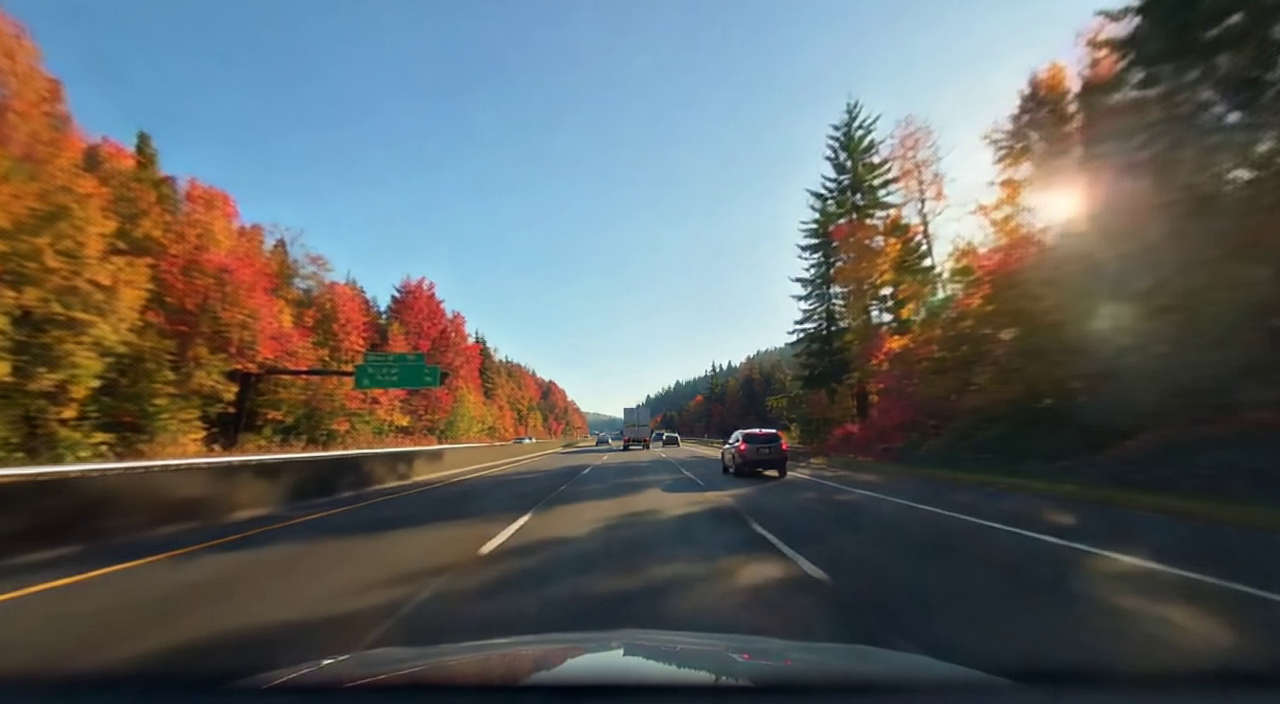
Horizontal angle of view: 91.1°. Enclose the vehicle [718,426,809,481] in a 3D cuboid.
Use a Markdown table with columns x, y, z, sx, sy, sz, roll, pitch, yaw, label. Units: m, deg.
| x | y | z | sx | sy | sz | roll | pitch | yaw | label |
| --- | --- | --- | --- | --- | --- | --- | --- | --- | --- |
| 3.662 | 3.086 | 19.421 | 1.882 | 1.492 | 3.958 | 0 | -8 | -2 | vehicle |
